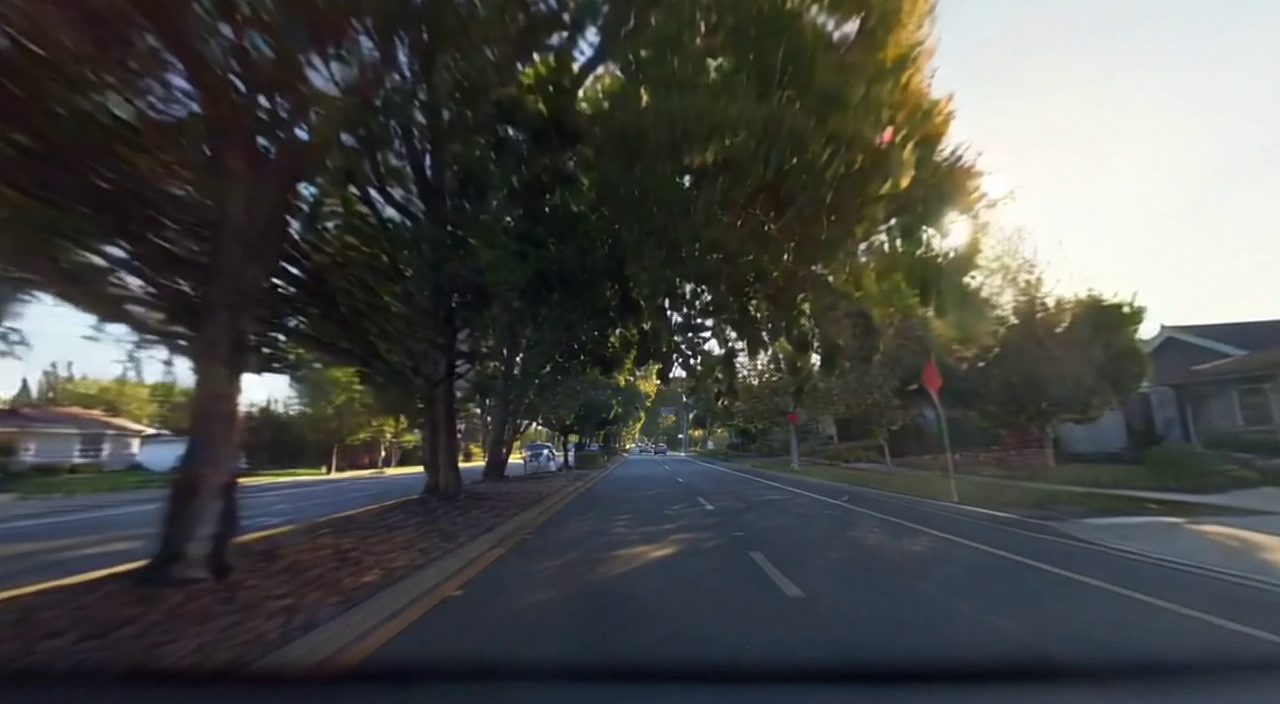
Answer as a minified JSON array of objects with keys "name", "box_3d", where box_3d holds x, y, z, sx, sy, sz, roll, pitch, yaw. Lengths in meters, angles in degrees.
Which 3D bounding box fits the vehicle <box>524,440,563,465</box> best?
[{"name":"vehicle","box_3d":[-7.190,7.590,47.599,2.146,1.749,4.534,0,-8,1]}]

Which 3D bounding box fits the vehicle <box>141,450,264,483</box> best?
[{"name":"vehicle","box_3d":[-21.427,5.608,31.050,4.503,1.529,1.860,1,-8,-7]}]
